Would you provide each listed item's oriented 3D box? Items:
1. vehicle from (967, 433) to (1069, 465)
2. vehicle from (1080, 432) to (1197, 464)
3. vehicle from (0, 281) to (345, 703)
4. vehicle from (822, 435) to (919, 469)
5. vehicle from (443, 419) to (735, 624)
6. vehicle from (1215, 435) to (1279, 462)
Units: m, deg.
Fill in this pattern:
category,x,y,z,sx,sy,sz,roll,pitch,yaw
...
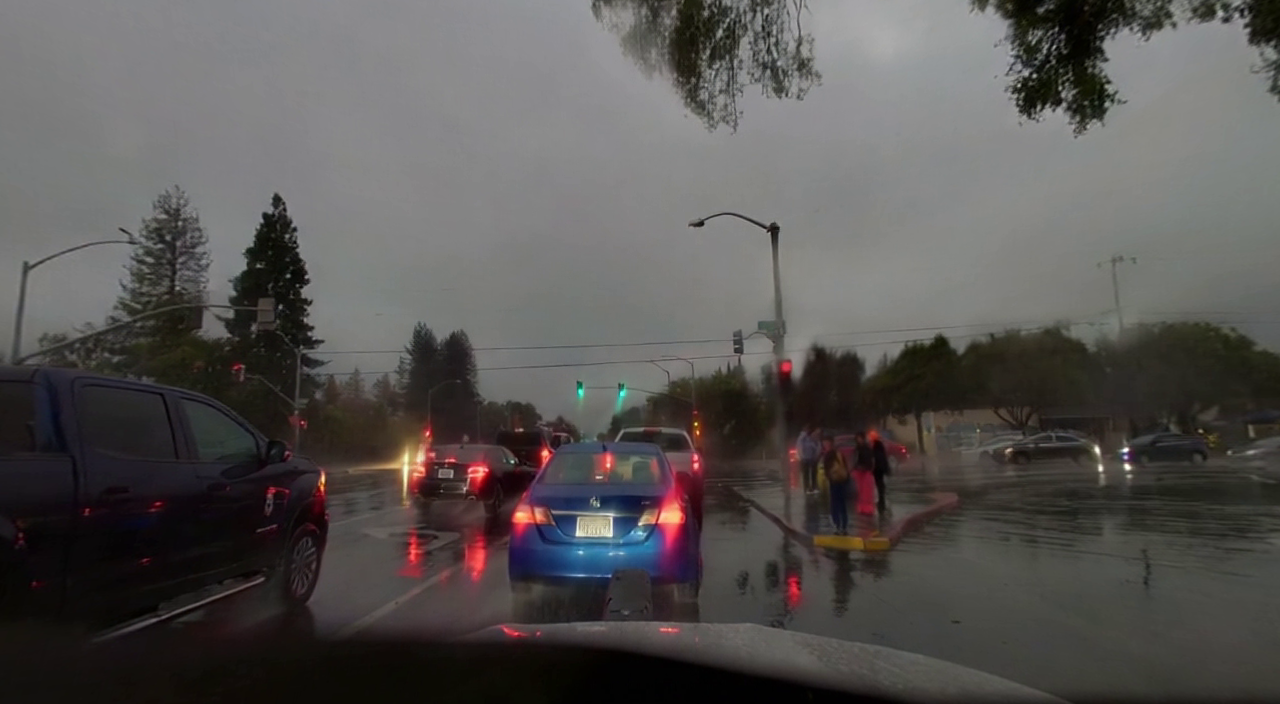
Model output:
category,x,y,z,sx,sy,sz,roll,pitch,yaw
vehicle,21.943,5.661,36.712,4.529,1.786,2.110,0,-9,2
vehicle,28.935,5.576,36.713,4.967,1.794,2.044,0,-9,2
vehicle,-3.680,0.745,2.809,2.202,1.961,4.980,0,-9,1
vehicle,12.214,5.338,33.628,4.394,1.724,1.886,0,-9,1
vehicle,-0.374,1.590,6.942,2.144,1.497,4.446,0,-9,0
vehicle,36.268,5.518,36.146,4.643,1.464,1.840,-1,-9,3
